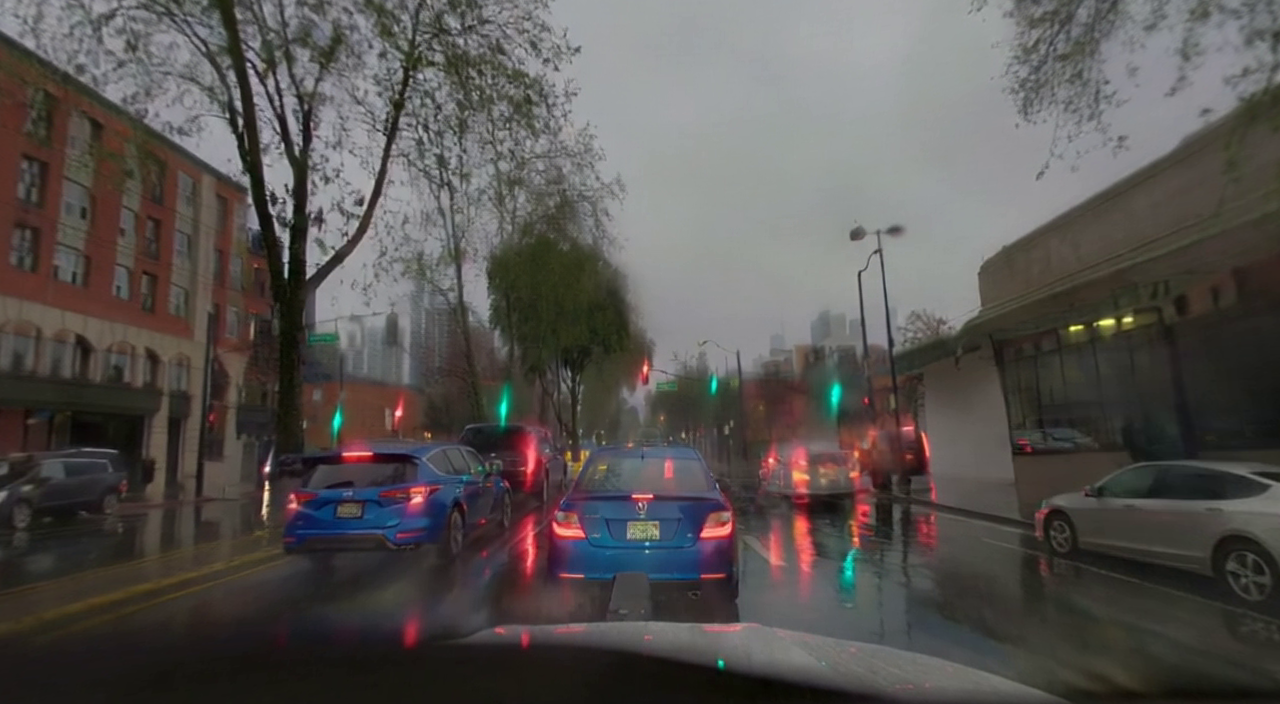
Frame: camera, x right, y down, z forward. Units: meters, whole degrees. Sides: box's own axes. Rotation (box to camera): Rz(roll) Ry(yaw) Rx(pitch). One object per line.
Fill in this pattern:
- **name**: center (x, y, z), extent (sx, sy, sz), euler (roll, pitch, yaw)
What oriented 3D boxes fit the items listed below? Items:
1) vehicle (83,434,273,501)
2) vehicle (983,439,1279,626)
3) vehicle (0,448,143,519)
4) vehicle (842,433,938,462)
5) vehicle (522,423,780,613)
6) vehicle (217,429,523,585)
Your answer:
- **vehicle**: center (-16.160, 4.059, 22.665), extent (2.195, 2.053, 5.980), euler (0, -9, 1)
- **vehicle**: center (5.967, 1.703, 6.878), extent (1.873, 1.453, 4.579), euler (0, -9, 0)
- **vehicle**: center (-16.236, 3.445, 17.010), extent (1.914, 1.690, 4.461), euler (0, -9, 1)
- **vehicle**: center (16.361, 6.276, 41.510), extent (5.345, 1.811, 2.175), euler (0, -9, -1)
- **vehicle**: center (0.084, 1.584, 6.828), extent (2.022, 1.481, 3.564), euler (0, -9, 0)
- **vehicle**: center (-3.000, 1.815, 8.216), extent (2.131, 1.486, 4.089), euler (0, -9, 1)
